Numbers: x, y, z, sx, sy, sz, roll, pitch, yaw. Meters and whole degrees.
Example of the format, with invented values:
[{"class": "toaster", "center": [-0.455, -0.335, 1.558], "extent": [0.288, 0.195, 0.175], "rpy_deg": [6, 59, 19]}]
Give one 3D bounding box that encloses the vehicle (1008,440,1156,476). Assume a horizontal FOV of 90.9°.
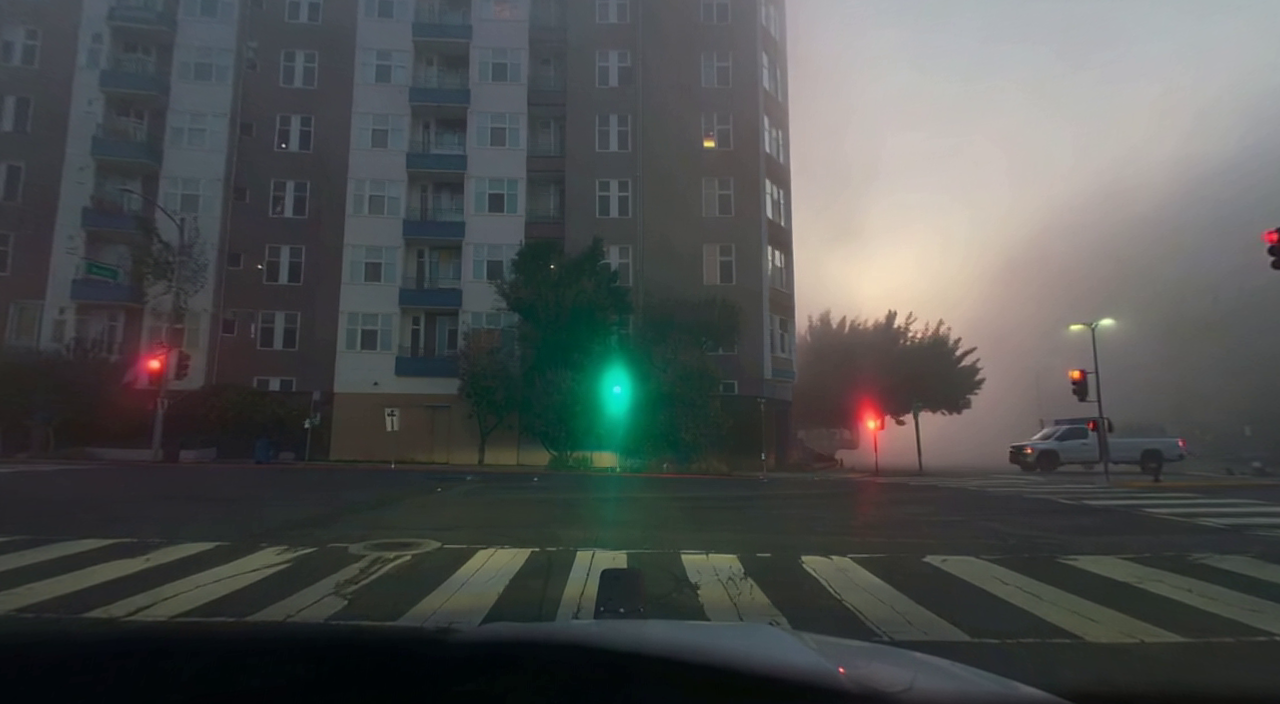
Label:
[{"class": "vehicle", "center": [18.592, 4.466, 26.681], "extent": [4.823, 1.458, 1.914], "rpy_deg": [0, -9, -1]}]
